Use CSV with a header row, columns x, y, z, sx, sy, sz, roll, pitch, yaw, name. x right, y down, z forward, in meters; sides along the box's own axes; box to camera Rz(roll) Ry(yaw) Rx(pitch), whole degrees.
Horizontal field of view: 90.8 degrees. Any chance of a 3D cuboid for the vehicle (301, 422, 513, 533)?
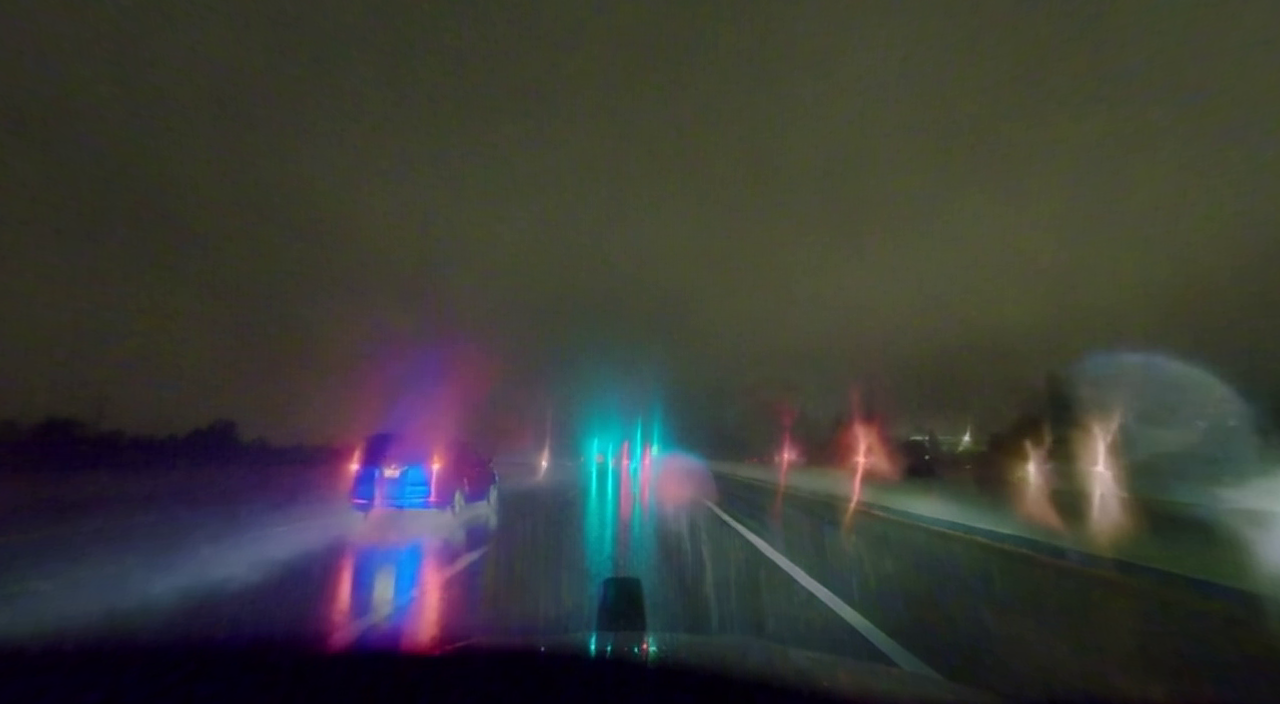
x,y,z,sx,sy,sz,roll,pitch,yaw,name
-4.236,2.396,12.666,2.272,1.759,5.058,0,-9,1,vehicle
